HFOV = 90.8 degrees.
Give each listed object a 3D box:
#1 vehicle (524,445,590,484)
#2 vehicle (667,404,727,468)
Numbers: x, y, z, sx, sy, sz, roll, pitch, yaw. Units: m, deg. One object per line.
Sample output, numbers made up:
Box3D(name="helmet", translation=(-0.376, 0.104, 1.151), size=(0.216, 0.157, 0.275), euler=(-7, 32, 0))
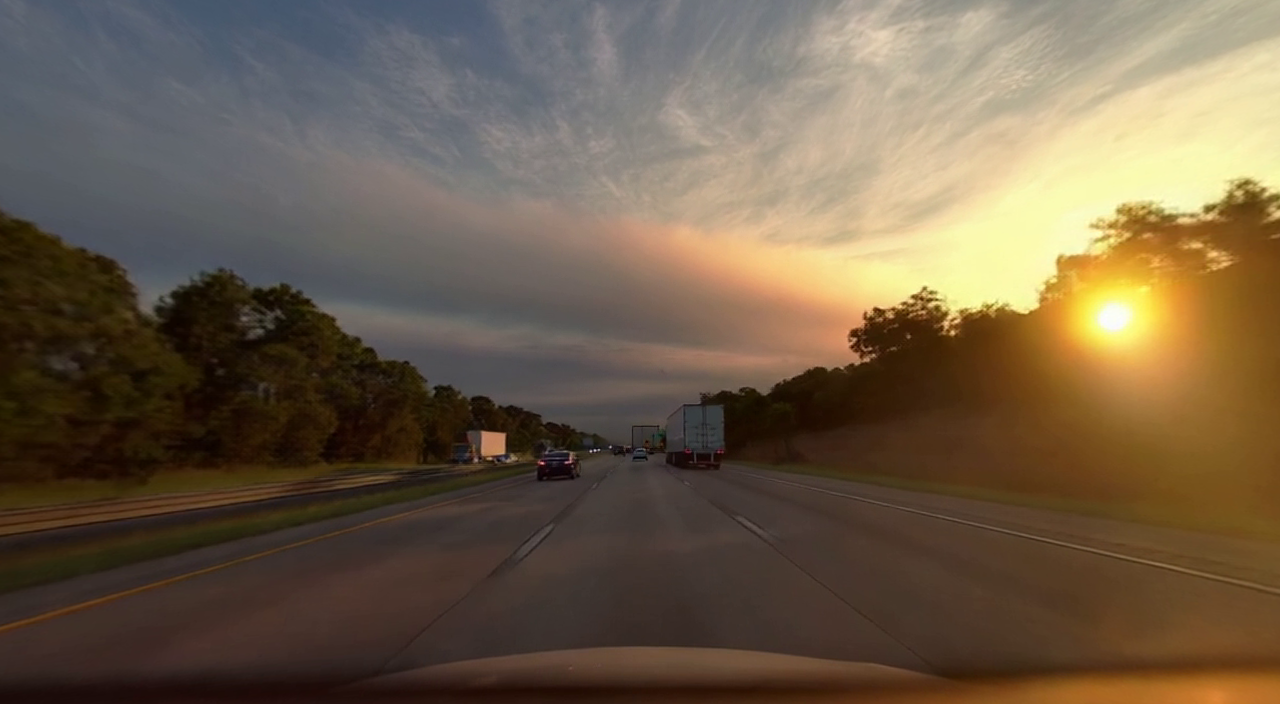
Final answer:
Box3D(name="vehicle", translation=(-3.292, 4.588, 25.985), size=(2.121, 1.445, 4.651), euler=(0, -9, -1))
Box3D(name="vehicle", translation=(3.972, 6.536, 47.660), size=(2.974, 4.083, 14.389), euler=(0, -9, -1))
